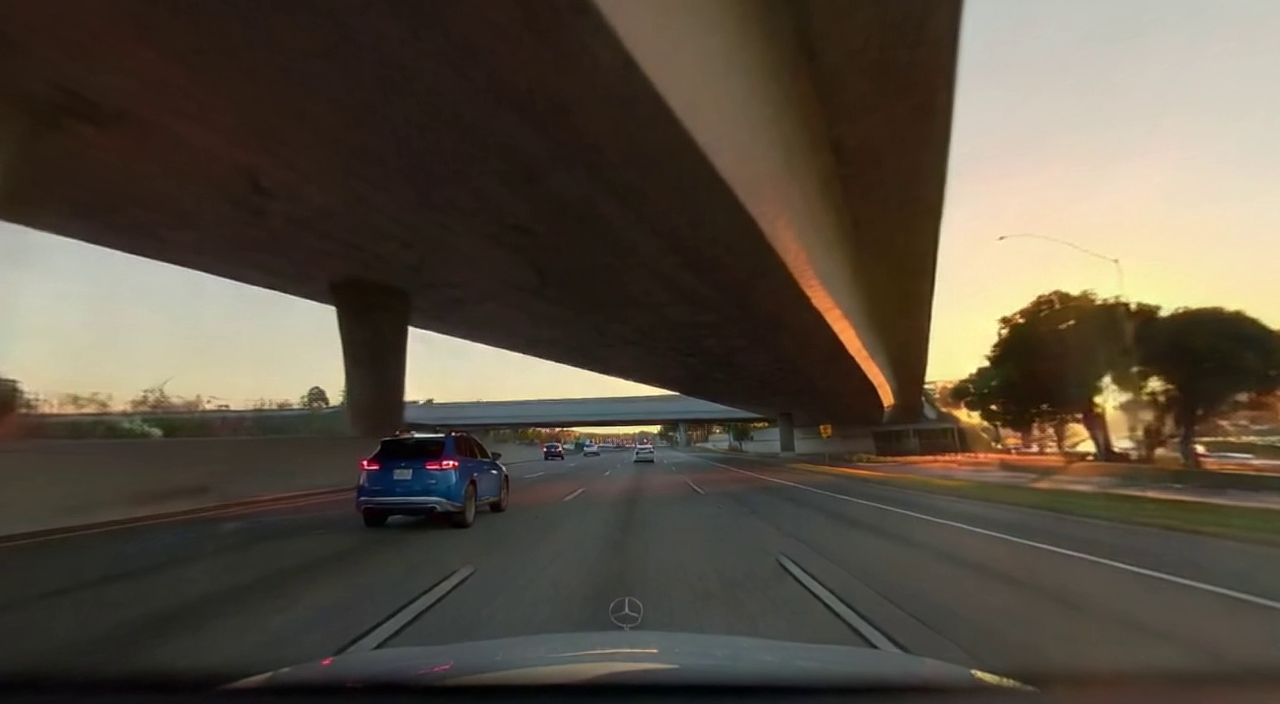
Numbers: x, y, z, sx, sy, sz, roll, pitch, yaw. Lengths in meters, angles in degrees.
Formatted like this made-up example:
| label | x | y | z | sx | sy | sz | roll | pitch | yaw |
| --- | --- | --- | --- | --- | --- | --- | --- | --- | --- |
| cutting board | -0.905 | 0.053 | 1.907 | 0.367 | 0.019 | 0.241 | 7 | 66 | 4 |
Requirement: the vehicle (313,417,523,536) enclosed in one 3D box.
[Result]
| label | x | y | z | sx | sy | sz | roll | pitch | yaw |
| --- | --- | --- | --- | --- | --- | --- | --- | --- | --- |
| vehicle | -3.755 | 2.207 | 11.750 | 2.214 | 1.759 | 4.435 | -1 | -9 | 1 |

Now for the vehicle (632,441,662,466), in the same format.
| label | x | y | z | sx | sy | sz | roll | pitch | yaw |
| --- | --- | --- | --- | --- | --- | --- | --- | --- | --- |
| vehicle | 0.459 | 7.038 | 43.779 | 2.023 | 1.589 | 4.030 | 0 | -8 | 0 |
